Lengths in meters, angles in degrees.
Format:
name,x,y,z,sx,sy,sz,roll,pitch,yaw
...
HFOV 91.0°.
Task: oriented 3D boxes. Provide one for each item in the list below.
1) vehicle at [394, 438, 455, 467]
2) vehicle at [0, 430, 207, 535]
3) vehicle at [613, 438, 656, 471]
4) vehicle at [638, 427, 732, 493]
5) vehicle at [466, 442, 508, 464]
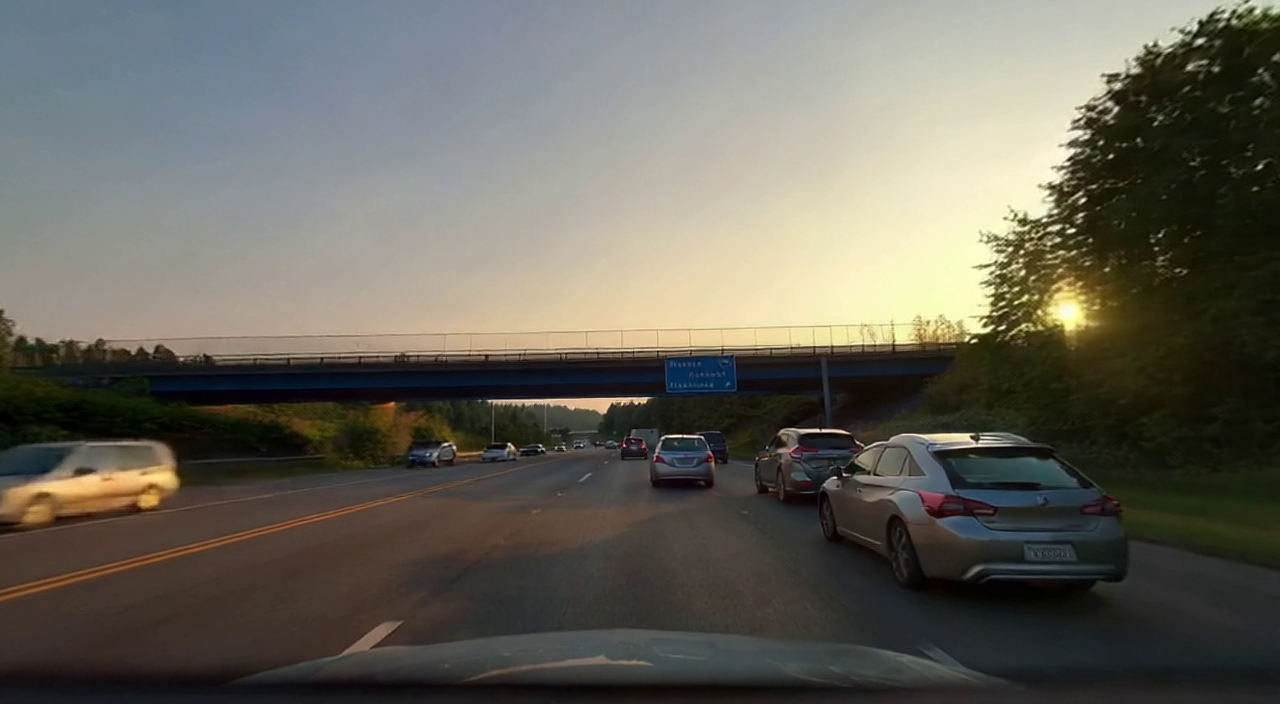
name,x,y,z,sx,sy,sz,roll,pitch,yaw
vehicle,-15.399,7.190,45.370,2.454,1.868,5.753,-1,-8,0
vehicle,-11.047,2.441,12.371,2.012,1.680,4.360,-1,-8,-1
vehicle,-0.280,4.926,30.585,1.968,1.482,3.586,0,-8,-1
vehicle,1.147,3.032,18.092,2.092,1.636,4.024,0,-8,-5
vehicle,-11.601,7.618,47.916,2.044,1.502,4.700,-2,-8,0
